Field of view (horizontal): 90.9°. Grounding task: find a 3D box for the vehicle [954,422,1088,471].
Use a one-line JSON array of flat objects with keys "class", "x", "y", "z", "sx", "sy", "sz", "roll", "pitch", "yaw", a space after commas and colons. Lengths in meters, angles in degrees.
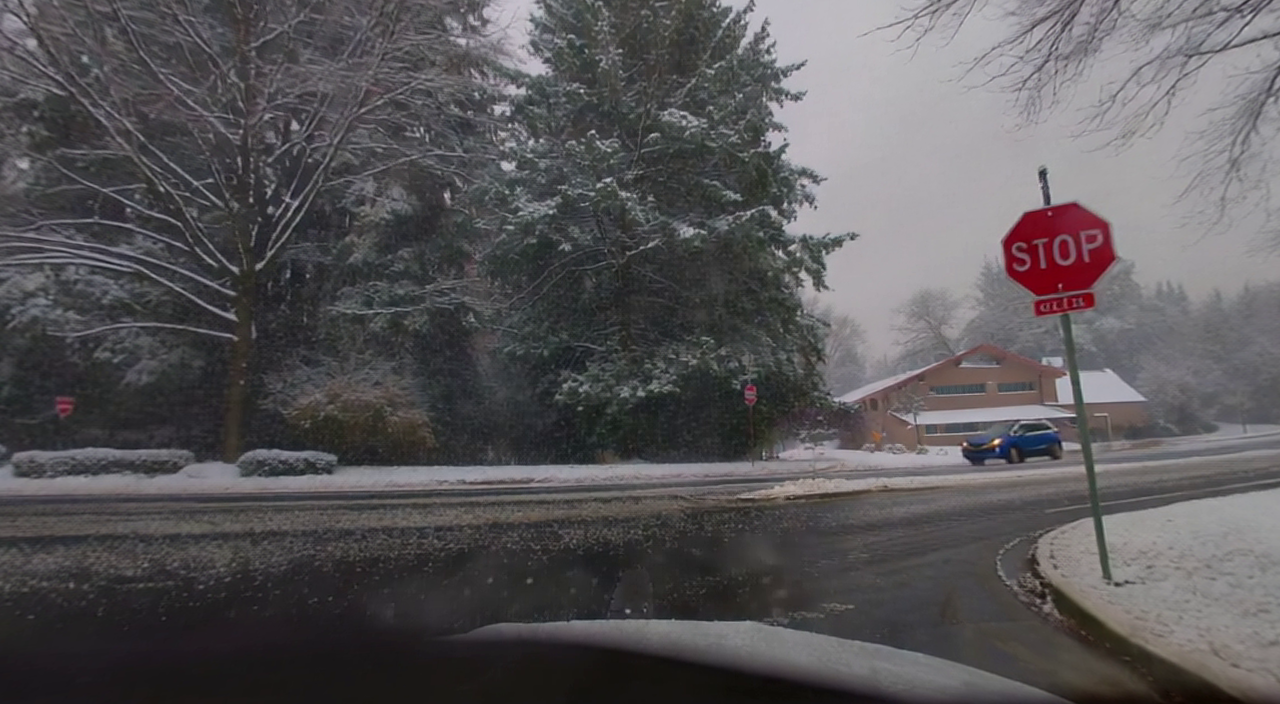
[{"class": "vehicle", "x": 12.953, "y": 3.201, "z": 21.371, "sx": 4.473, "sy": 1.474, "sz": 2.108, "roll": 6, "pitch": -10, "yaw": -34}]
